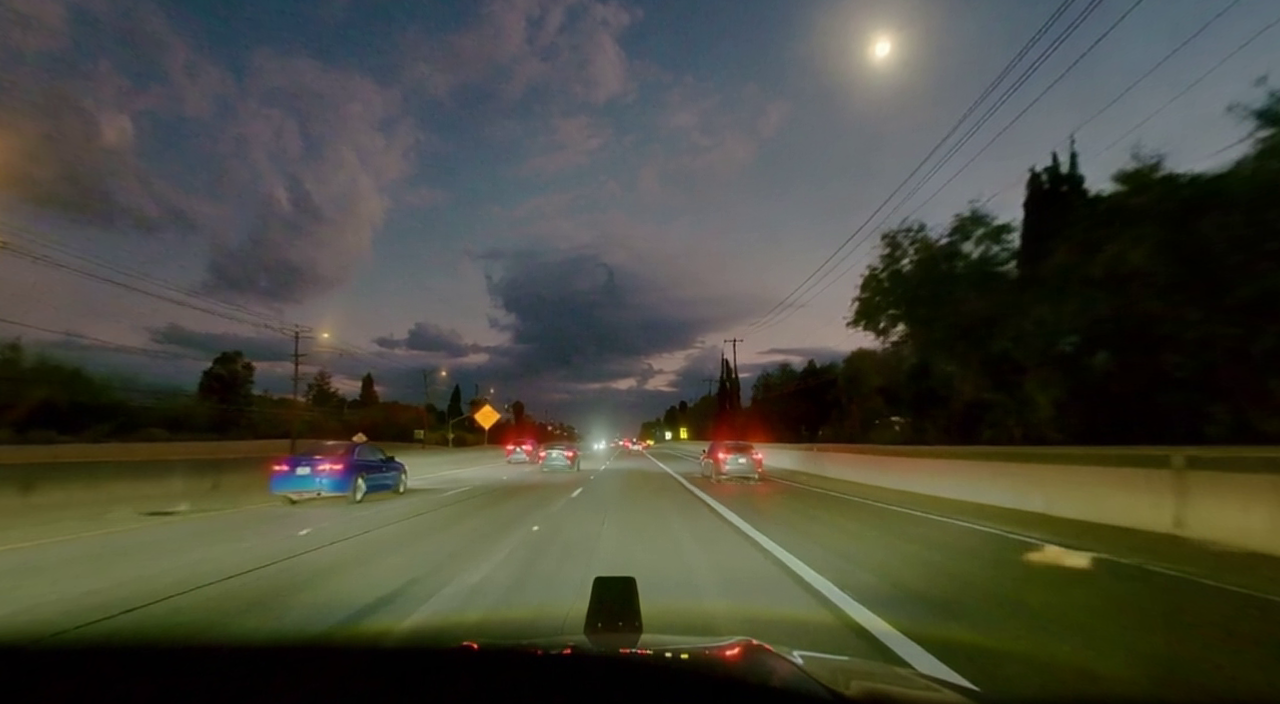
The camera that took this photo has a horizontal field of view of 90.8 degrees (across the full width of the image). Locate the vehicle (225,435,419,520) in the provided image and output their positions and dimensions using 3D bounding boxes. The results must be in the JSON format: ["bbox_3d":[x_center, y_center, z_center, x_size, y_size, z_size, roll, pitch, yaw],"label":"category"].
[{"bbox_3d":[-6.354,2.525,13.272,1.903,1.482,4.180,0,-8,0],"label":"vehicle"}]

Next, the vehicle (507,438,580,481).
[{"bbox_3d":[-3.538,4.026,23.971,2.066,1.488,4.377,0,-8,0],"label":"vehicle"}]

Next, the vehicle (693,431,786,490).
[{"bbox_3d":[3.012,3.408,20.219,2.100,1.659,4.387,0,-8,-2],"label":"vehicle"}]
